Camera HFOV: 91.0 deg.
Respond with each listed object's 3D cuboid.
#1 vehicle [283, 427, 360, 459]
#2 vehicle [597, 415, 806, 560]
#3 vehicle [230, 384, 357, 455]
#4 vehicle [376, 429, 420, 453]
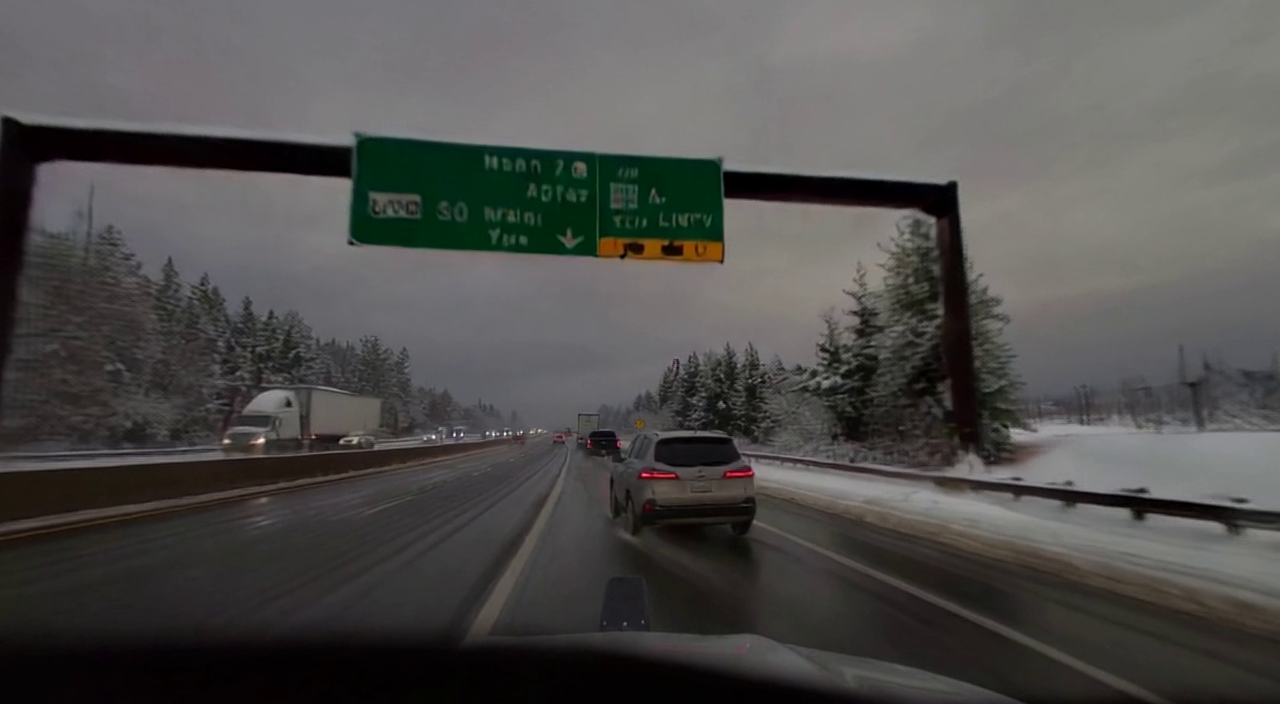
[{"bbox_3d":[-16.135,4.638,32.152,1.921,1.507,4.664,1,-8,-6],"label":"vehicle"},{"bbox_3d":[0.511,1.743,8.926,2.127,1.497,4.445,1,-8,-5],"label":"vehicle"},{"bbox_3d":[-21.311,4.426,39.711,3.032,3.845,10.740,1,-8,-7],"label":"vehicle"},{"bbox_3d":[-18.070,6.682,47.112,1.895,1.683,4.224,1,-8,-5],"label":"vehicle"}]
